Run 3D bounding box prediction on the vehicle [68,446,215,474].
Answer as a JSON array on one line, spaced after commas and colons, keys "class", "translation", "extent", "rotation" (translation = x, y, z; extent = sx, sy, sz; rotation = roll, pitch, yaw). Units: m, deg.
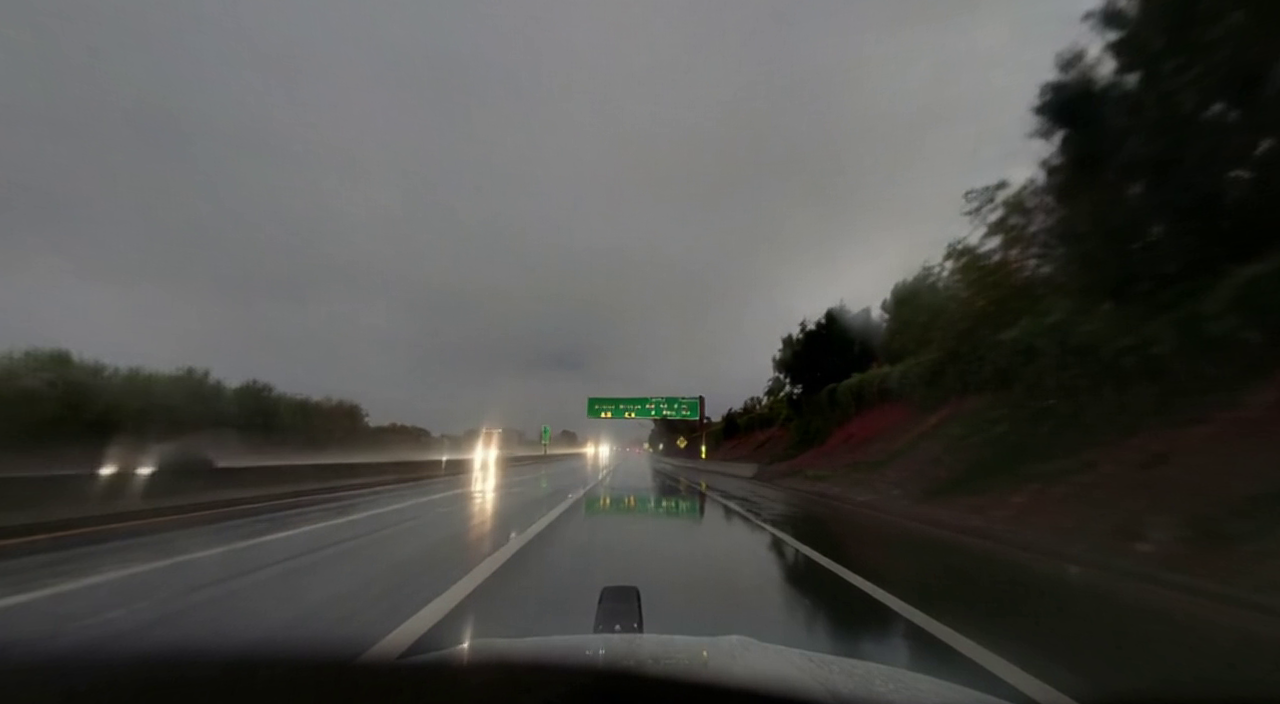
[{"class": "vehicle", "translation": [-20.335, 4.428, 25.935], "extent": [1.981, 1.049, 5.133], "rotation": [0, -9, -1]}]
